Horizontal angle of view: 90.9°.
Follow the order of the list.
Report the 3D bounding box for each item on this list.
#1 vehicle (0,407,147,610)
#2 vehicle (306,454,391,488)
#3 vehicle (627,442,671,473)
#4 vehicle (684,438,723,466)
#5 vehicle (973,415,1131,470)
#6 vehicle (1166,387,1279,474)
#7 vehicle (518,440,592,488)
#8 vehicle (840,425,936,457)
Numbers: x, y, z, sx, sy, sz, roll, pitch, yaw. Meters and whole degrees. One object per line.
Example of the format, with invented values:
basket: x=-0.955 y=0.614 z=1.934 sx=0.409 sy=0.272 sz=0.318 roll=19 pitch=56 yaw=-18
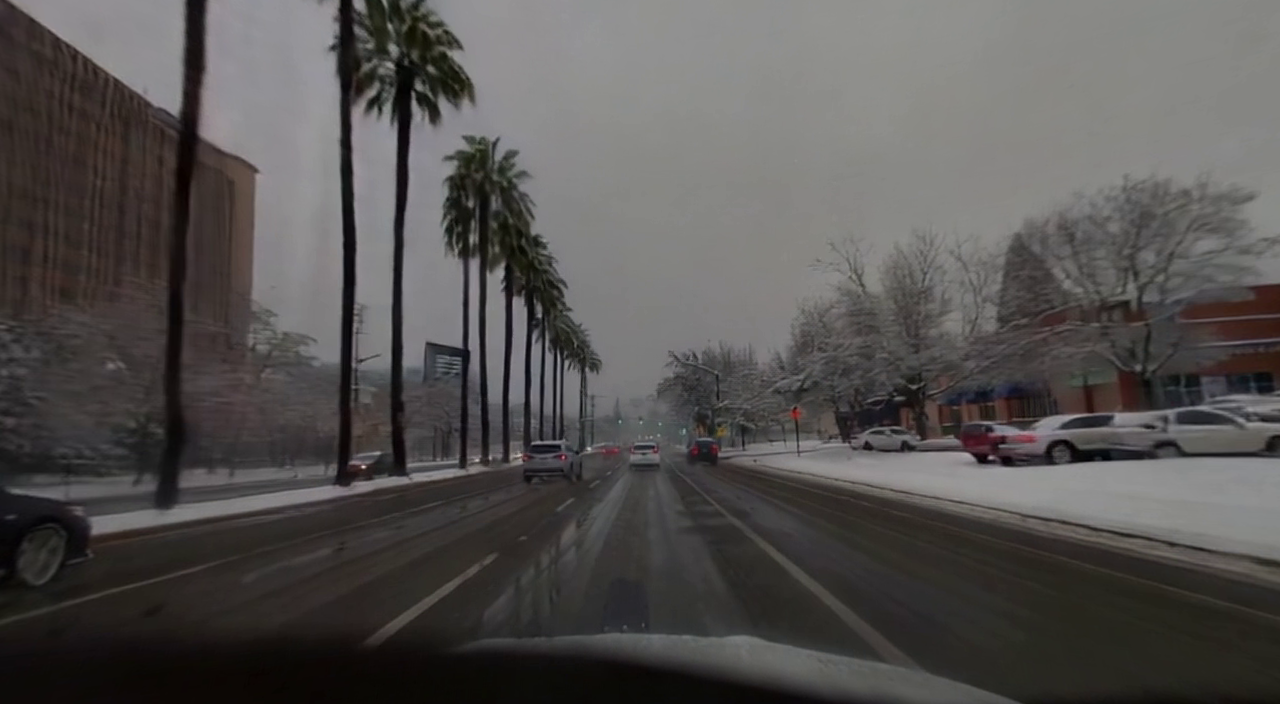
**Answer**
vehicle: x=-6.540 y=1.243 z=4.677 sx=2.030 sy=1.730 sz=4.506 roll=-1 pitch=-8 yaw=1
vehicle: x=-14.157 y=5.787 z=30.950 sx=1.923 sy=1.454 sz=4.520 roll=-1 pitch=-9 yaw=1
vehicle: x=0.464 y=5.518 z=33.262 sx=2.147 sy=1.507 sz=3.953 roll=0 pitch=-8 yaw=1
vehicle: x=4.152 y=6.632 z=41.910 sx=2.108 sy=1.785 sz=4.334 roll=0 pitch=-8 yaw=-1
vehicle: x=12.074 y=2.650 z=18.454 sx=4.284 sy=1.450 sz=1.927 roll=4 pitch=-10 yaw=-28
vehicle: x=12.690 y=1.542 z=12.353 sx=4.749 sy=1.457 sz=1.806 roll=3 pitch=-11 yaw=-28
vehicle: x=-2.901 y=3.914 z=22.406 sx=1.908 sy=1.505 sz=4.369 roll=-1 pitch=-8 yaw=2
vehicle: x=12.276 y=4.417 z=31.180 sx=4.378 sy=1.463 sz=1.824 roll=4 pitch=-9 yaw=-23
